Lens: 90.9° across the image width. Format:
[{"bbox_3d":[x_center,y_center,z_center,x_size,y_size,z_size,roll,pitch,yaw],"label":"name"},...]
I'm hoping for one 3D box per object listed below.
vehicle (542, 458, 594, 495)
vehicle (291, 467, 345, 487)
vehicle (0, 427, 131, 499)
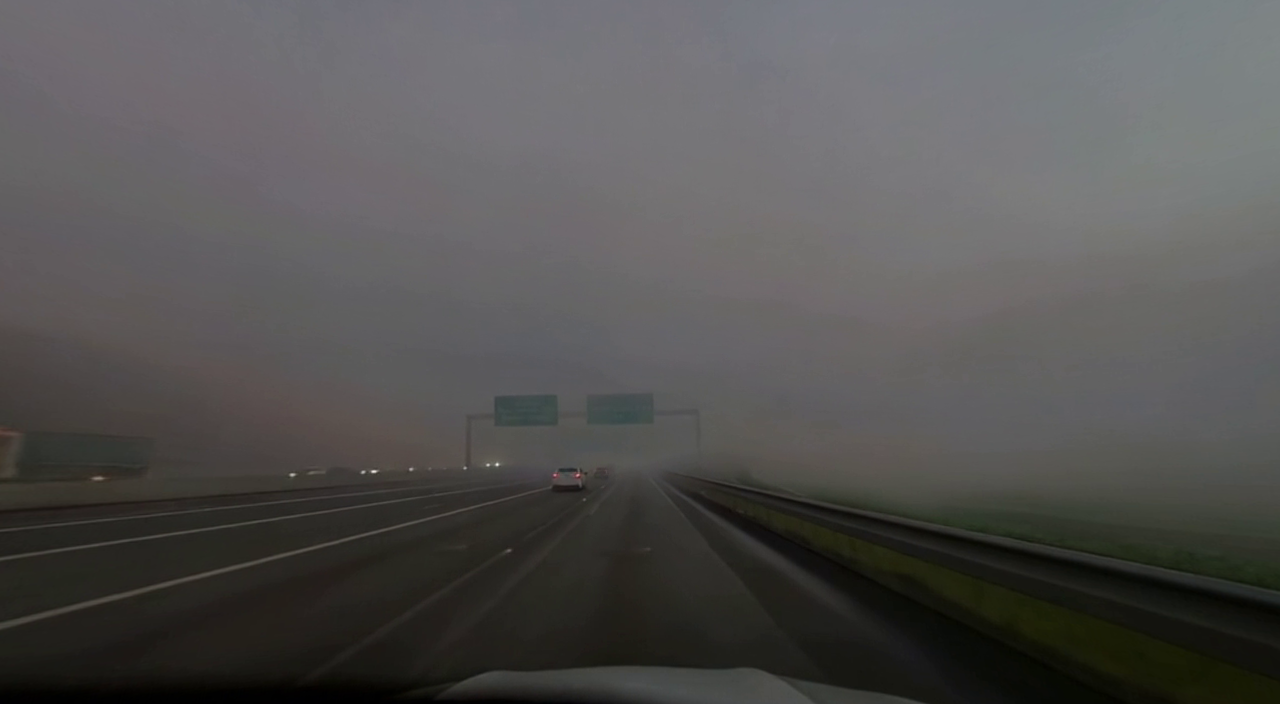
[{"bbox_3d":[-3.383,5.978,30.347,2.092,1.642,3.895,1,-11,0],"label":"vehicle"},{"bbox_3d":[-25.460,9.896,49.993,1.889,1.402,4.508,1,-11,1],"label":"vehicle"},{"bbox_3d":[-29.649,5.400,30.514,2.811,3.126,8.459,1,-11,0],"label":"vehicle"}]
